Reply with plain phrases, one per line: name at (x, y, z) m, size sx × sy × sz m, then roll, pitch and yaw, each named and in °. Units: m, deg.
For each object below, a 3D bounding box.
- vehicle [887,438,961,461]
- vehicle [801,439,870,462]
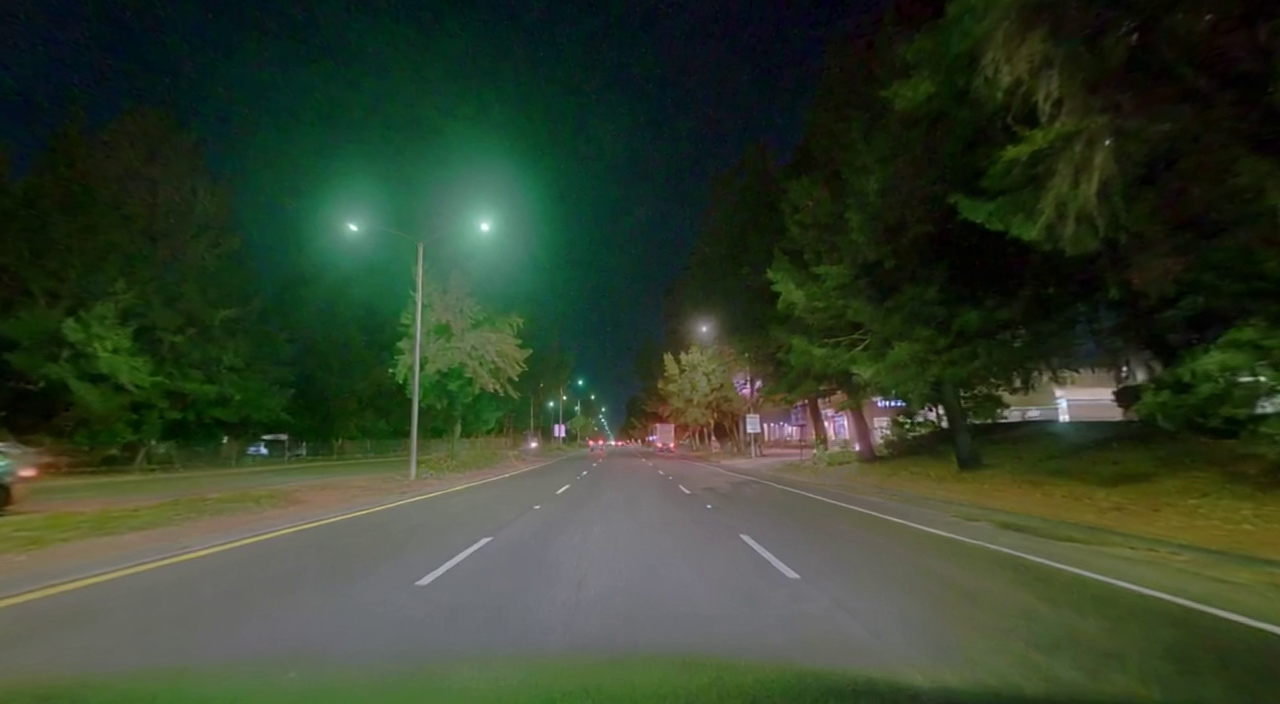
vehicle at (20.402, 7.012, 45.496) m, size 4.416 × 1.561 × 1.876 m, roll 0°, pitch -9°, yaw -1°
vehicle at (13.945, 7.026, 45.169) m, size 4.296 × 1.596 × 1.807 m, roll 0°, pitch -9°, yaw -1°
